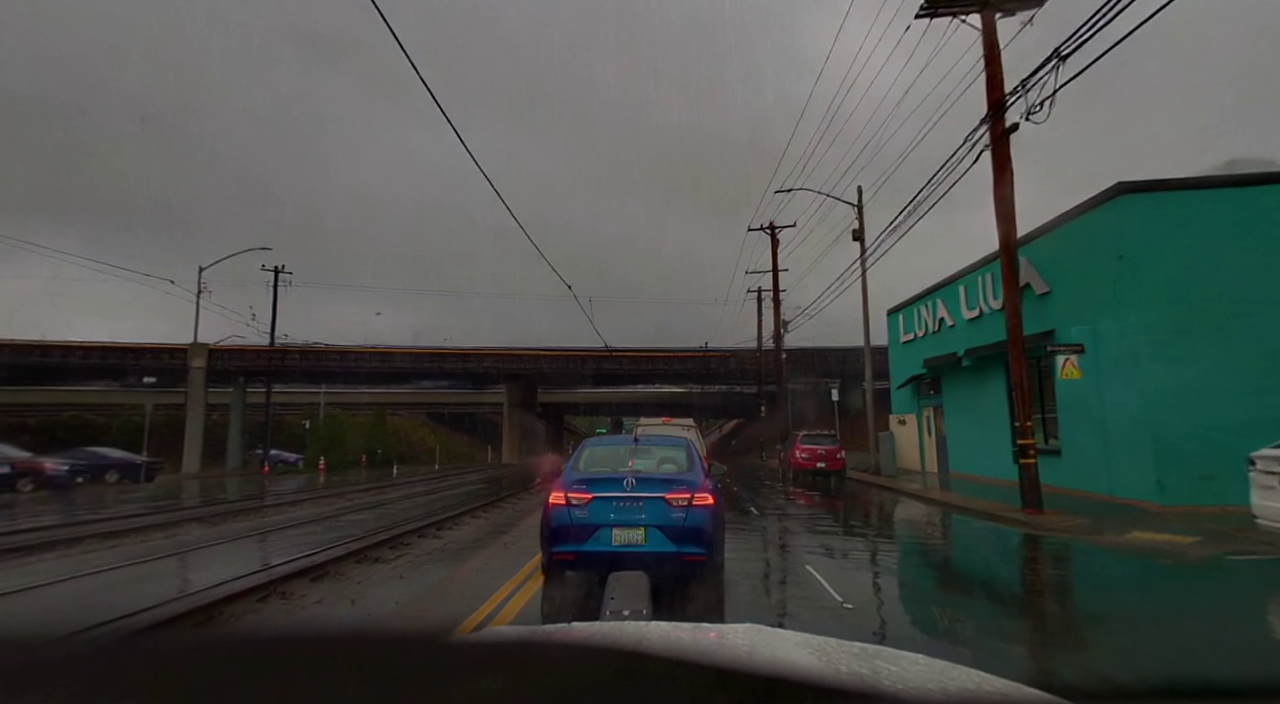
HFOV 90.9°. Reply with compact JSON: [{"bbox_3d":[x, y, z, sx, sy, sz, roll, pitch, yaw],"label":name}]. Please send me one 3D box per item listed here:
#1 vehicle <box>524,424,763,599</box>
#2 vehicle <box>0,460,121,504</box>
[{"bbox_3d":[0.119,1.711,7.625,2.090,1.518,4.033,-1,-9,3],"label":"vehicle"},{"bbox_3d":[-21.904,4.688,22.862,4.566,1.453,1.935,-1,-9,5],"label":"vehicle"}]
